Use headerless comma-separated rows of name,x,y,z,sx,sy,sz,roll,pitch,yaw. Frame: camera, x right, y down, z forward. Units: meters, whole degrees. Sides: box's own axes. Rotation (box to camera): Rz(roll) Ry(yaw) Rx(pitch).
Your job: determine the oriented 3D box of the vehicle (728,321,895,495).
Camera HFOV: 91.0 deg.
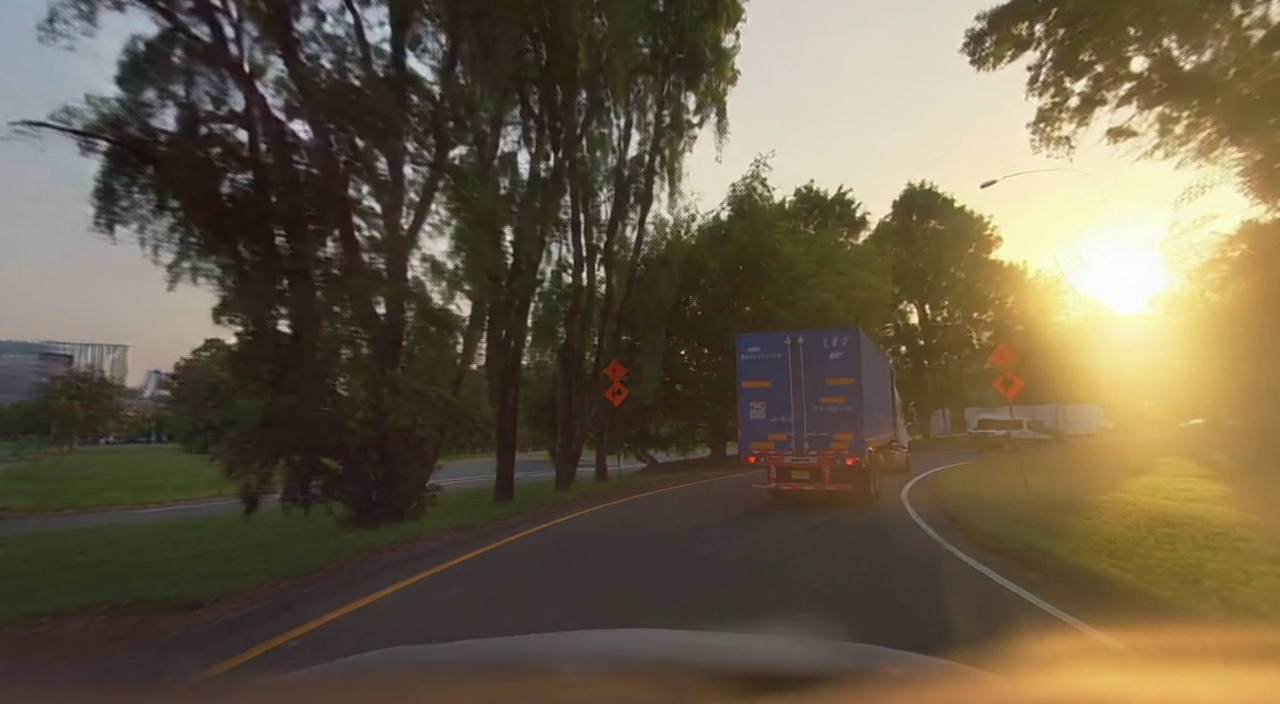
vehicle,5.357,1.786,18.045,2.937,3.647,9.344,-4,-9,24
